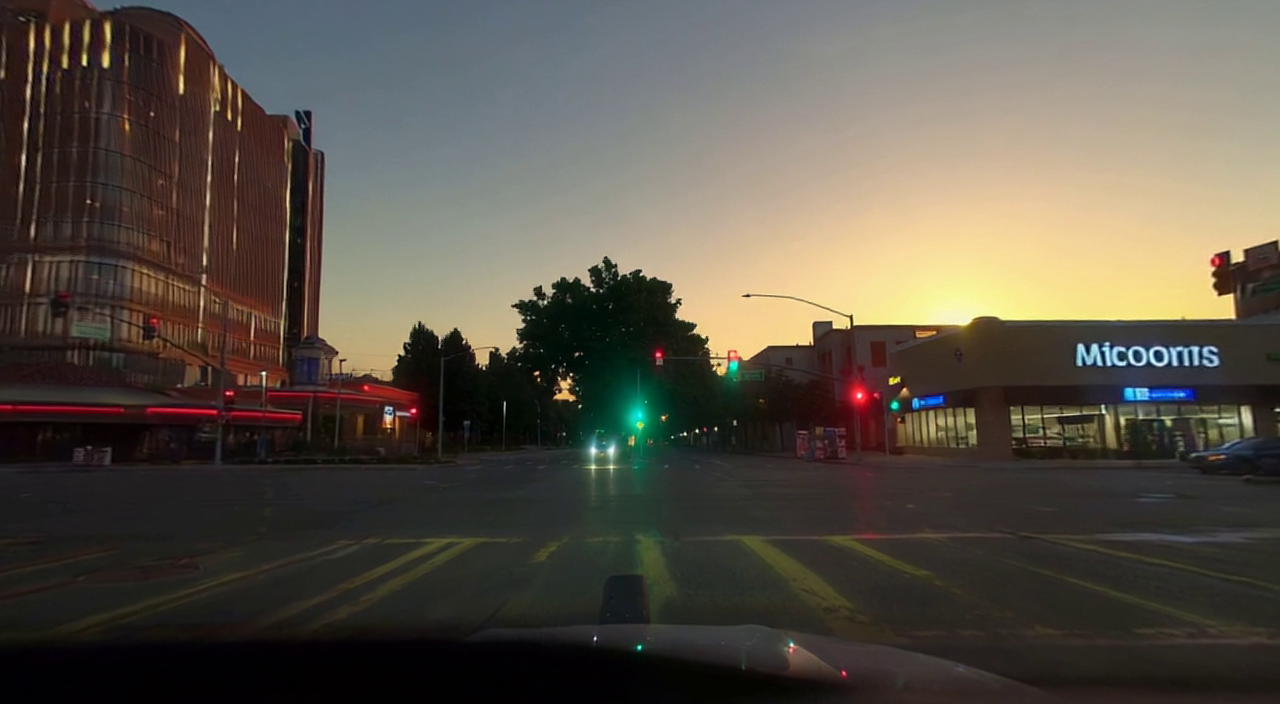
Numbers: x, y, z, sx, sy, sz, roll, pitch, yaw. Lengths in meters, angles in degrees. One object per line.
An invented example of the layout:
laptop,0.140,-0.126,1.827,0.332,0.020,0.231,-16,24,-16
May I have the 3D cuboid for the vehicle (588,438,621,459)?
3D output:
vehicle,-2.506,6.965,45.539,2.104,1.468,4.195,0,-8,1
